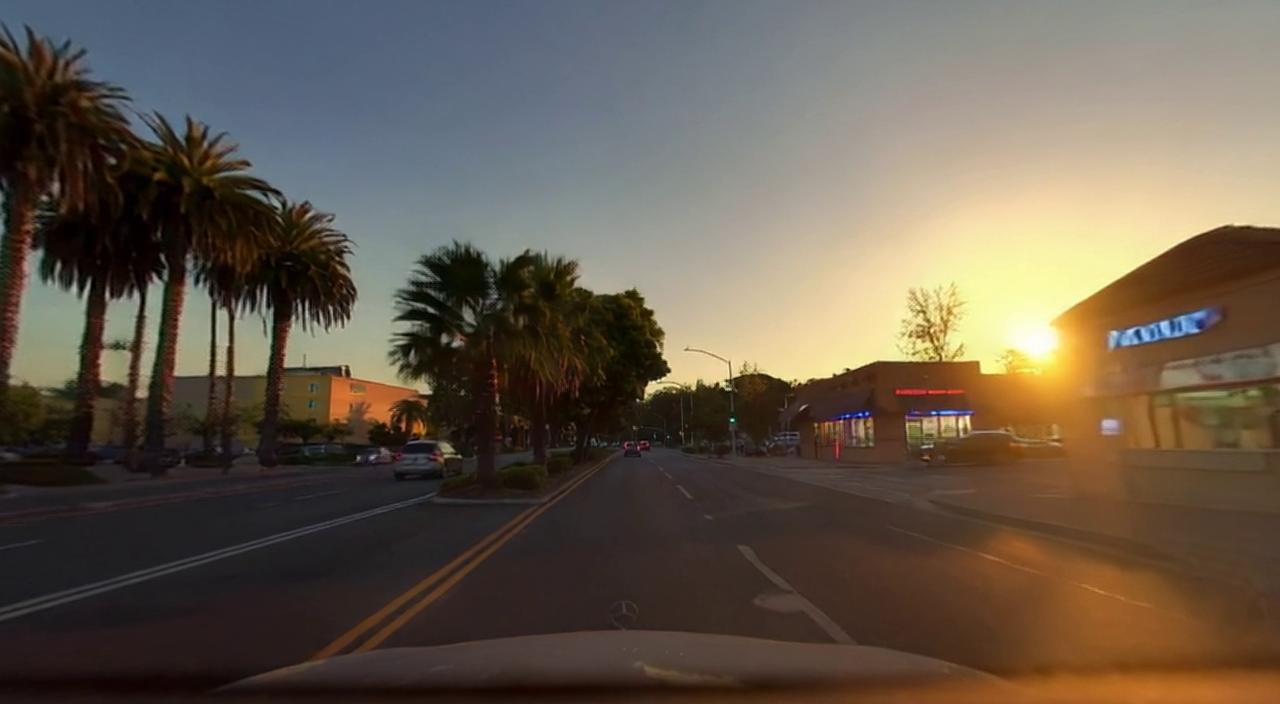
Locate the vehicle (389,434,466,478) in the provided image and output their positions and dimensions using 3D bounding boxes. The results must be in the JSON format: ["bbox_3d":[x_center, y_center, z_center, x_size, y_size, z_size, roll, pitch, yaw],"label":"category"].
[{"bbox_3d":[-9.207,4.536,27.764,2.022,1.746,4.406,0,-9,-3],"label":"vehicle"}]

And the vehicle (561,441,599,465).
[{"bbox_3d":[-3.871,6.634,41.725,2.181,1.483,4.123,0,-9,-1],"label":"vehicle"}]
